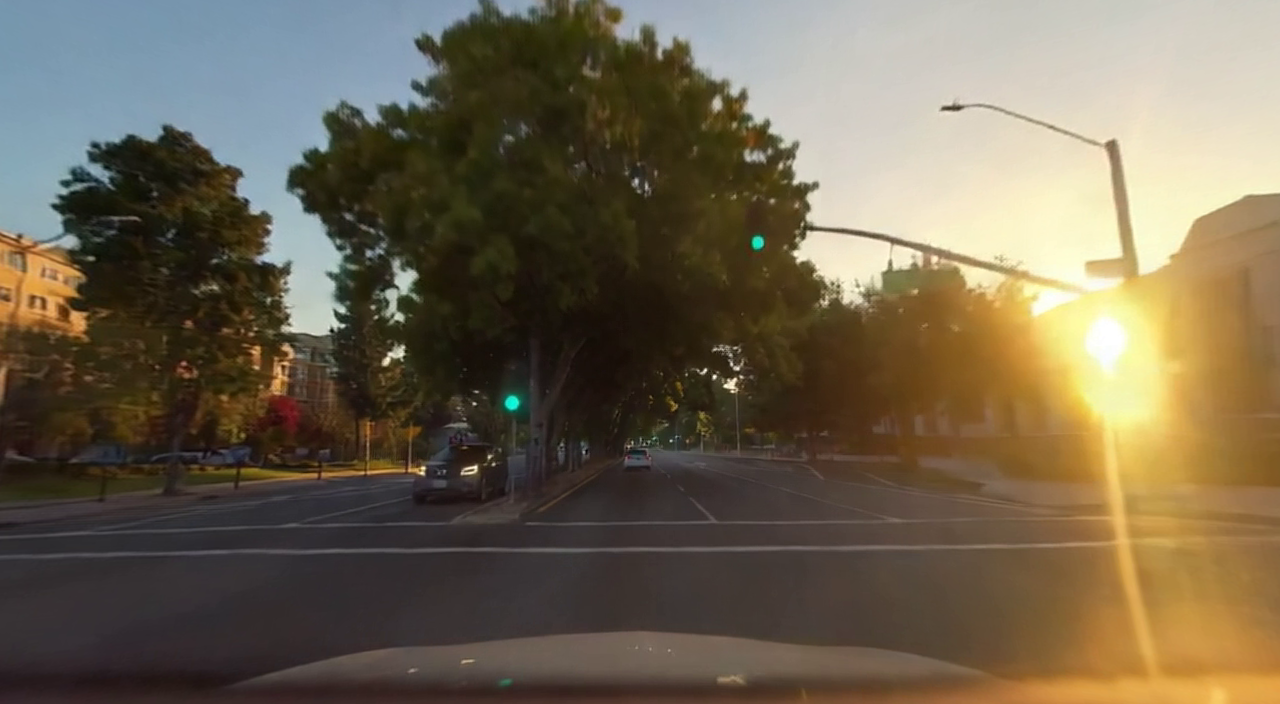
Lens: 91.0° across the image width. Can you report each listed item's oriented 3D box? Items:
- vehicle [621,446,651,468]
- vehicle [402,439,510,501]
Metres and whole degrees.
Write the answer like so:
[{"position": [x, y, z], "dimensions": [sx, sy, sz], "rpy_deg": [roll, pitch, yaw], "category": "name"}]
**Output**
[{"position": [-0.300, 7.477, 44.813], "dimensions": [2.064, 1.477, 3.968], "rpy_deg": [0, -9, -1], "category": "vehicle"}, {"position": [-5.385, 3.506, 19.058], "dimensions": [2.016, 1.631, 4.148], "rpy_deg": [0, -9, -1], "category": "vehicle"}]
